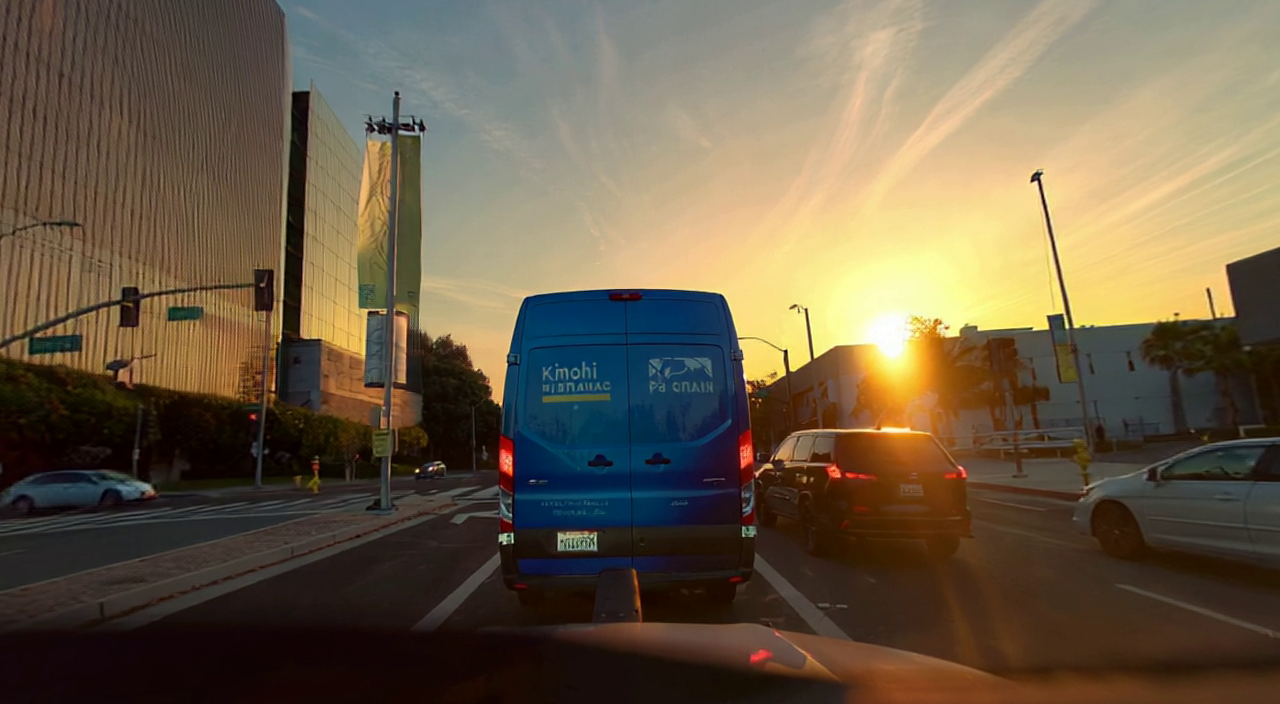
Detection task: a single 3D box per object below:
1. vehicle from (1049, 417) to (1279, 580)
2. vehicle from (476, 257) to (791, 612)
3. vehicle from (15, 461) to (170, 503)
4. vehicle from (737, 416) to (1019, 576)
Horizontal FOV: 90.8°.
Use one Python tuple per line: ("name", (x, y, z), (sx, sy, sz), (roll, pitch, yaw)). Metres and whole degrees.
("vehicle", (7.529, 1.577, 6.990), (1.963, 1.669, 4.678), (3, -9, -20))
("vehicle", (-0.015, 1.189, 9.088), (2.613, 3.035, 7.342), (0, -8, 1))
("vehicle", (-23.087, 5.481, 26.799), (4.659, 1.615, 1.944), (0, -8, -1))
("vehicle", (2.887, 1.867, 9.040), (2.183, 1.676, 4.506), (0, -8, -1))
